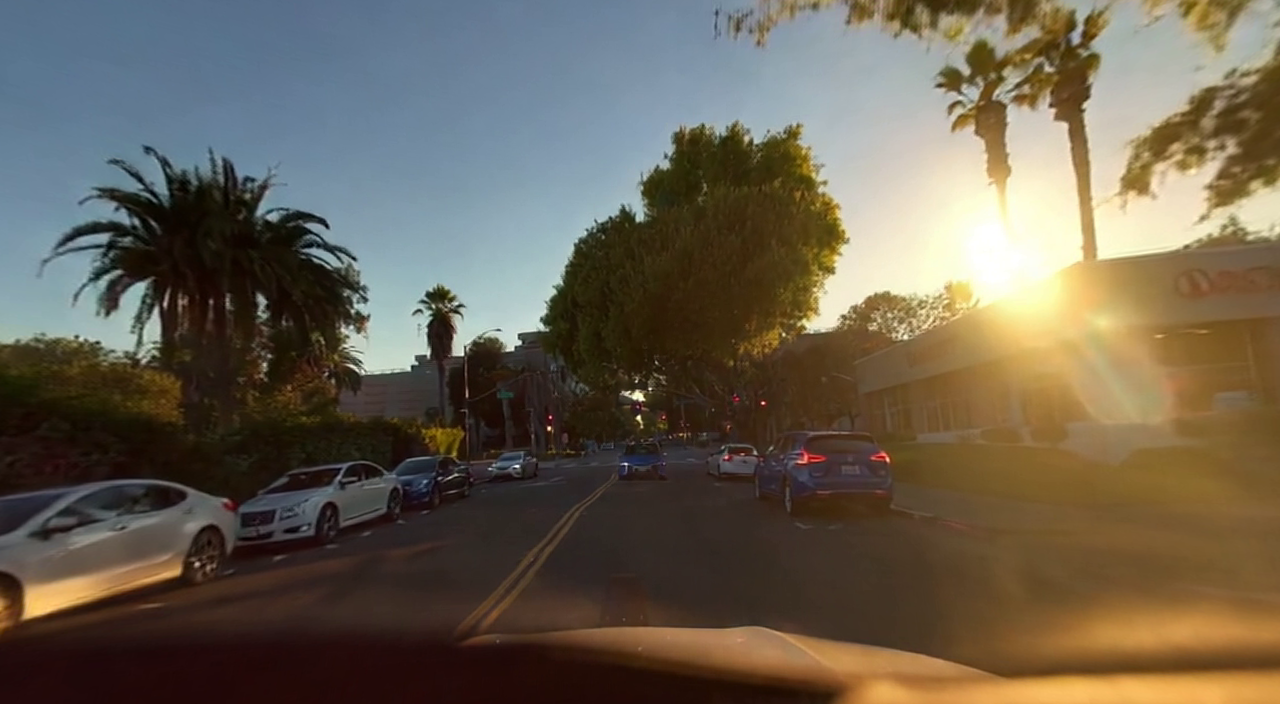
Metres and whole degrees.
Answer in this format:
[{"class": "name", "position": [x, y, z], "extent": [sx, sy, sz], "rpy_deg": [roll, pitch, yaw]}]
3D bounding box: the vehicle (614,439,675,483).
[{"class": "vehicle", "position": [0.129, 3.995, 23.440], "extent": [2.060, 1.452, 4.078], "rpy_deg": [0, -8, 0]}]

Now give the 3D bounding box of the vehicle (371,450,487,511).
[{"class": "vehicle", "position": [-6.048, 3.699, 18.674], "extent": [1.850, 1.482, 4.454], "rpy_deg": [0, -8, 1]}]

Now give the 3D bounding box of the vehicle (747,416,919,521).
[{"class": "vehicle", "position": [3.753, 2.378, 13.474], "extent": [2.099, 1.786, 5.198], "rpy_deg": [0, -8, 1]}]

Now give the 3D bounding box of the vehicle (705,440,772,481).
[{"class": "vehicle", "position": [3.711, 4.148, 24.504], "extent": [1.821, 1.417, 4.454], "rpy_deg": [0, -8, 0]}]

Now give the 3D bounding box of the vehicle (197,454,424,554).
[{"class": "vehicle", "position": [-6.089, 2.821, 12.473], "extent": [1.874, 1.472, 4.668], "rpy_deg": [0, -8, 1]}]

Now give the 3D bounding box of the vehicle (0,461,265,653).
[{"class": "vehicle", "position": [-6.209, 1.956, 6.552], "extent": [1.810, 1.489, 4.336], "rpy_deg": [-1, -8, 3]}]
